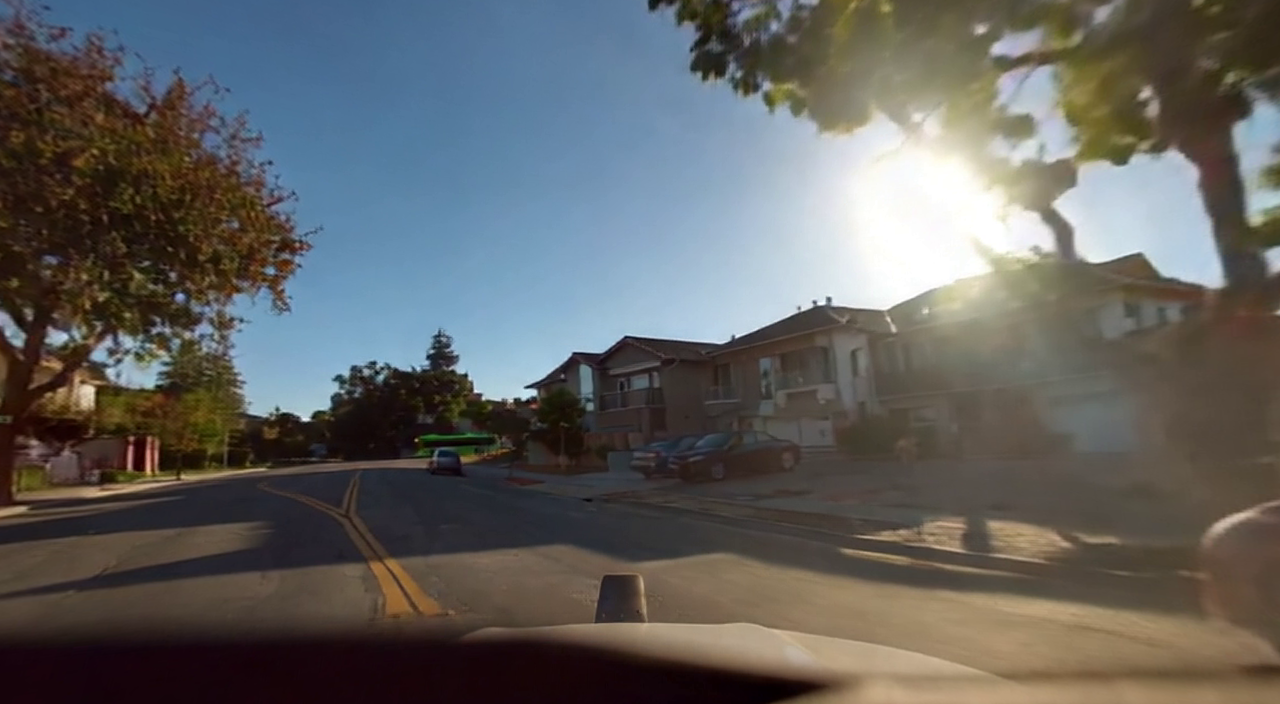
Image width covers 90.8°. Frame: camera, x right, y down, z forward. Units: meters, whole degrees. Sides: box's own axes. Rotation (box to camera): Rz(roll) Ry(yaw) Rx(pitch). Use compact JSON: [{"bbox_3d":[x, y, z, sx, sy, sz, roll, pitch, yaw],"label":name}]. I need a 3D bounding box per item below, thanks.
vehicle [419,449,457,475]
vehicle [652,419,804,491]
[{"bbox_3d":[-13.163,7.111,41.027,1.984,1.601,3.994,3,-9,-21],"label":"vehicle"},{"bbox_3d":[2.842,3.258,20.419,4.431,1.873,1.920,0,-8,-27],"label":"vehicle"}]
